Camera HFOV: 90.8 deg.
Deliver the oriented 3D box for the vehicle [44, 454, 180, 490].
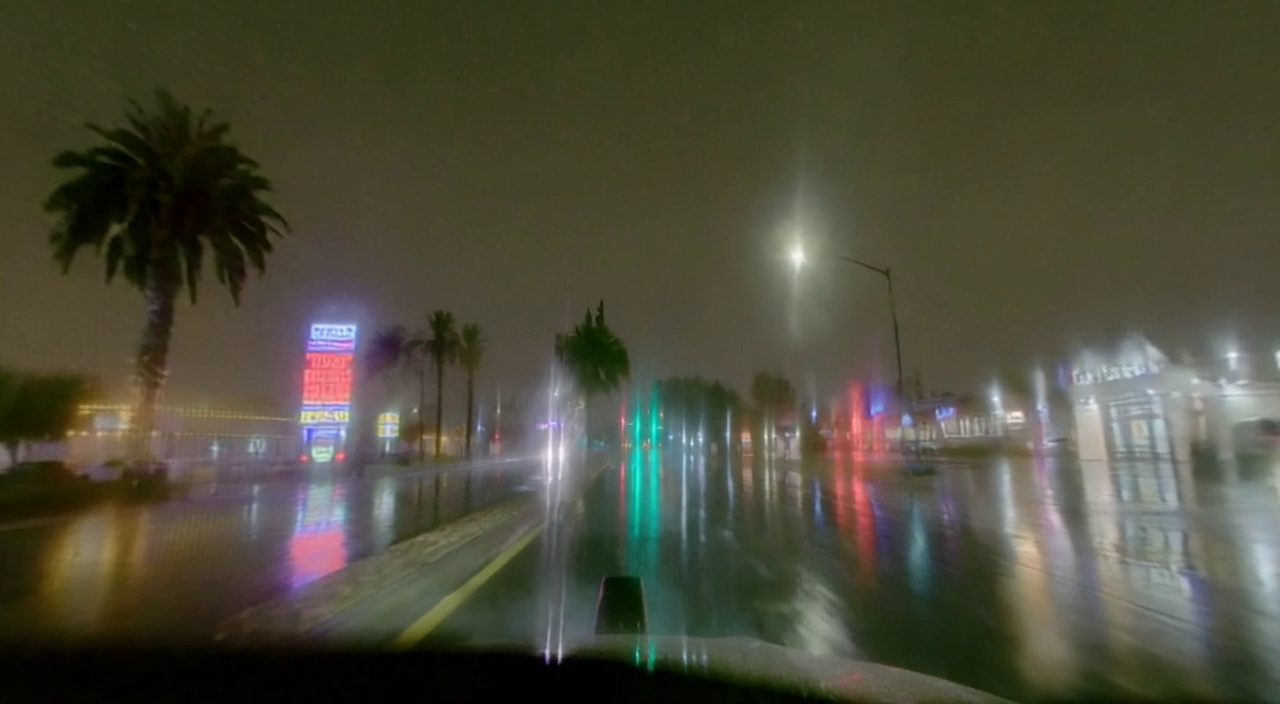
[{"bbox_3d":[-27.782,6.315,33.480,4.922,1.751,2.195,3,-9,-16],"label":"vehicle"}]
